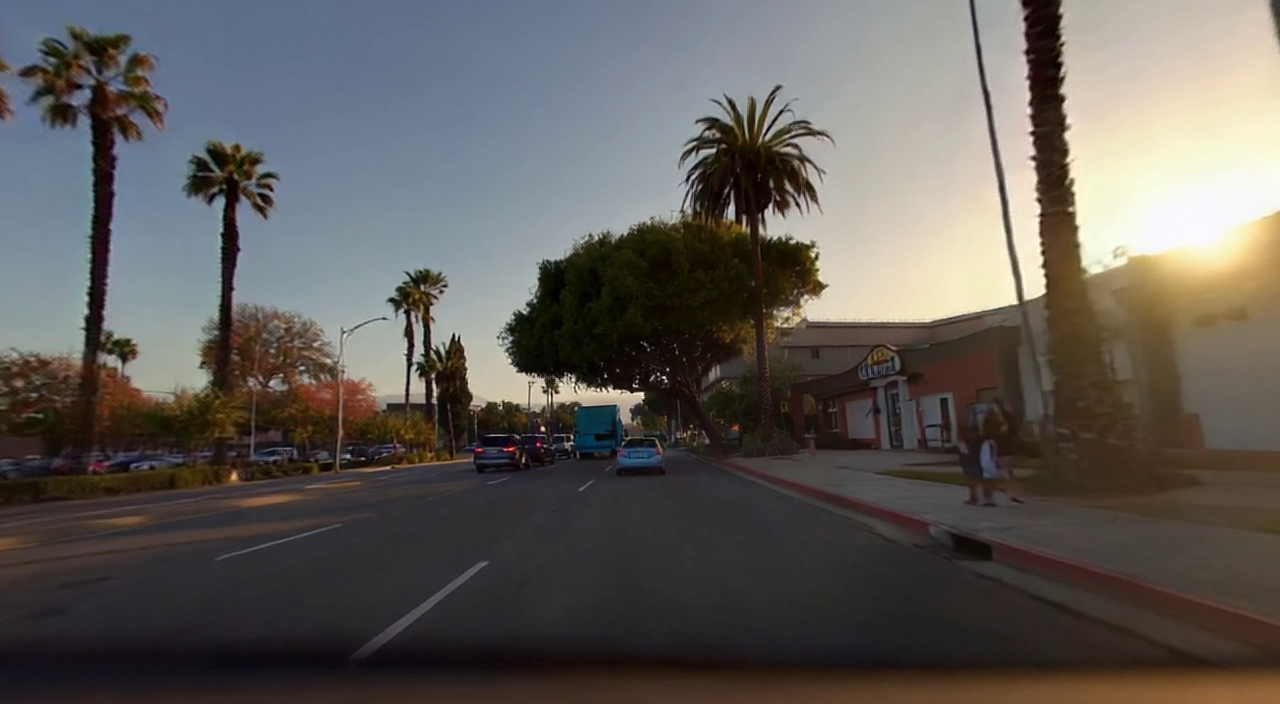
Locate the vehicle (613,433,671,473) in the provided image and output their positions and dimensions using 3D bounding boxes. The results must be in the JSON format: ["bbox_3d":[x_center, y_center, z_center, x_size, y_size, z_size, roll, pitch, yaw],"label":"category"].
[{"bbox_3d":[0.114,4.103,25.613,2.144,1.514,4.063,0,-9,1],"label":"vehicle"}]

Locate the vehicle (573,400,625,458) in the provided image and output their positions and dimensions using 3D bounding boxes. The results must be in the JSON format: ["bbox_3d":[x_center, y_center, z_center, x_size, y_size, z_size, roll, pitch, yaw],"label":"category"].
[{"bbox_3d":[-2.966,6.163,48.945,2.992,3.949,11.815,0,-9,1],"label":"vehicle"}]

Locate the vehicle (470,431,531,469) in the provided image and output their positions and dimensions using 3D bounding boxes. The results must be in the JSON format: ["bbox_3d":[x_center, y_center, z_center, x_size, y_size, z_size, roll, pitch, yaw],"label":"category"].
[{"bbox_3d":[-7.060,5.023,32.246,2.014,1.830,4.281,0,-9,2],"label":"vehicle"}]
